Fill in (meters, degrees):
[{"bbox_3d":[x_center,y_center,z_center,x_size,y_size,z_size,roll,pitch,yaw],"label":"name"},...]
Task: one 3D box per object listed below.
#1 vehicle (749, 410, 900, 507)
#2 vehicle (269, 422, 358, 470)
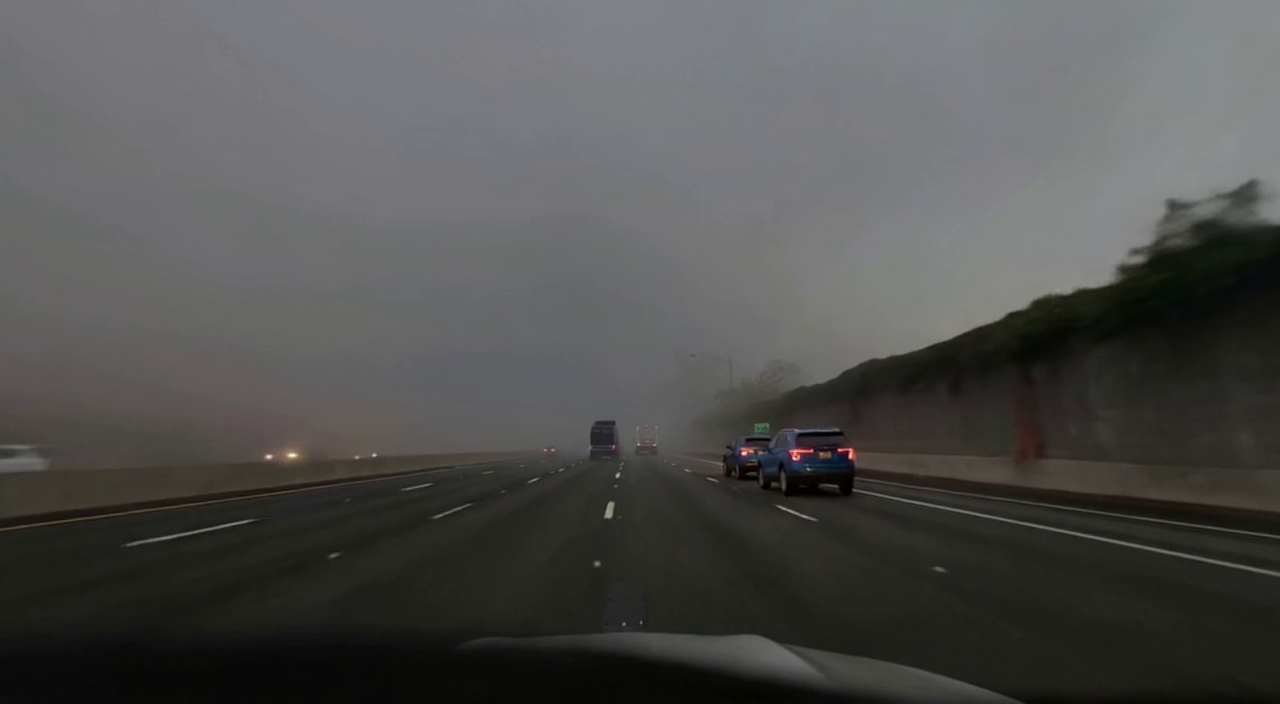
[{"bbox_3d":[4.699,2.818,17.125,2.408,2.210,4.999,0,-8,-2],"label":"vehicle"},{"bbox_3d":[-24.012,6.973,46.896,2.746,3.200,7.131,0,-8,0],"label":"vehicle"}]
